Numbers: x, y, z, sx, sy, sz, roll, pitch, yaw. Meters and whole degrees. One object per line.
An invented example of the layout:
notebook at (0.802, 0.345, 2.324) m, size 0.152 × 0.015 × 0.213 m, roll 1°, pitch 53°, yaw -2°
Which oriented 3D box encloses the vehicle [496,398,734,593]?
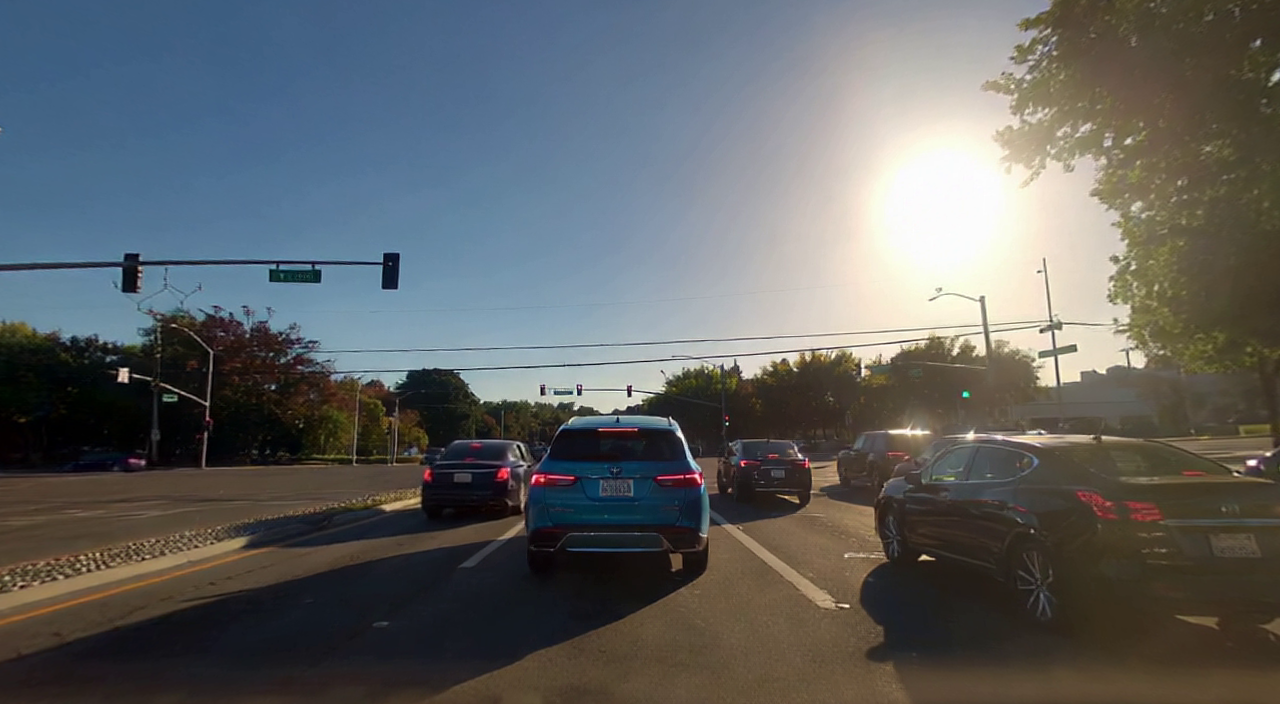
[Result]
vehicle at (-0.277, 1.558, 7.630) m, size 2.101 × 1.707 × 3.904 m, roll 0°, pitch -8°, yaw -2°

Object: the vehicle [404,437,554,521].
vehicle at (-3.209, 2.619, 13.620) m, size 2.077 × 1.493 × 4.281 m, roll 0°, pitch -9°, yaw 0°

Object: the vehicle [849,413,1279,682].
vehicle at (3.601, 1.395, 5.690) m, size 1.861 × 1.478 × 4.185 m, roll 0°, pitch -8°, yaw -2°

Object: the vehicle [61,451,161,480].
vehicle at (-35.112, 7.518, 42.056) m, size 4.446 × 1.821 × 2.276 m, roll 1°, pitch -8°, yaw -5°

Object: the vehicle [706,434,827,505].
vehicle at (2.966, 2.857, 15.774) m, size 1.950 × 1.506 × 4.086 m, roll 0°, pitch -8°, yaw -3°
